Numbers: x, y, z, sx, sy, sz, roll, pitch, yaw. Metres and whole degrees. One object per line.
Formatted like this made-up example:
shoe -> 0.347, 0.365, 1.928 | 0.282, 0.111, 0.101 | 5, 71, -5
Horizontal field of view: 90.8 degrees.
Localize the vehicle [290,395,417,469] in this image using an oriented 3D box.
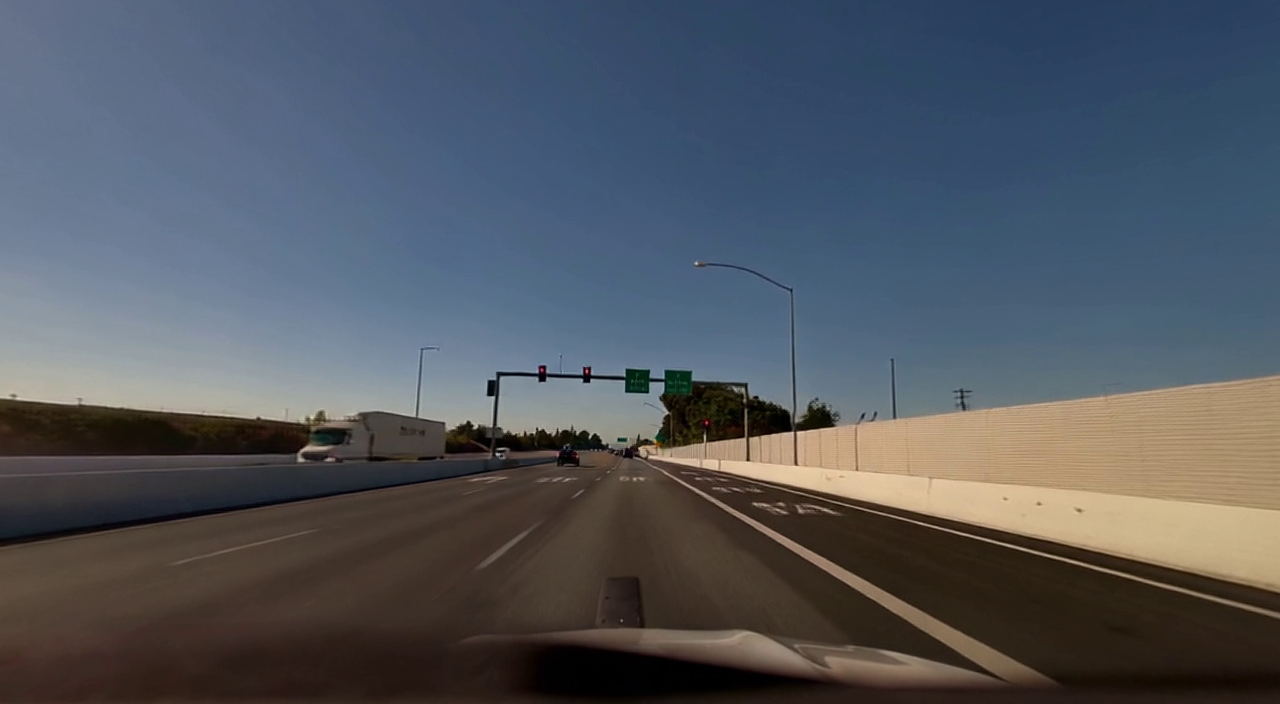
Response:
vehicle -> -16.520, 4.903, 37.584 | 3.030, 3.757, 10.391 | 0, -9, -2
